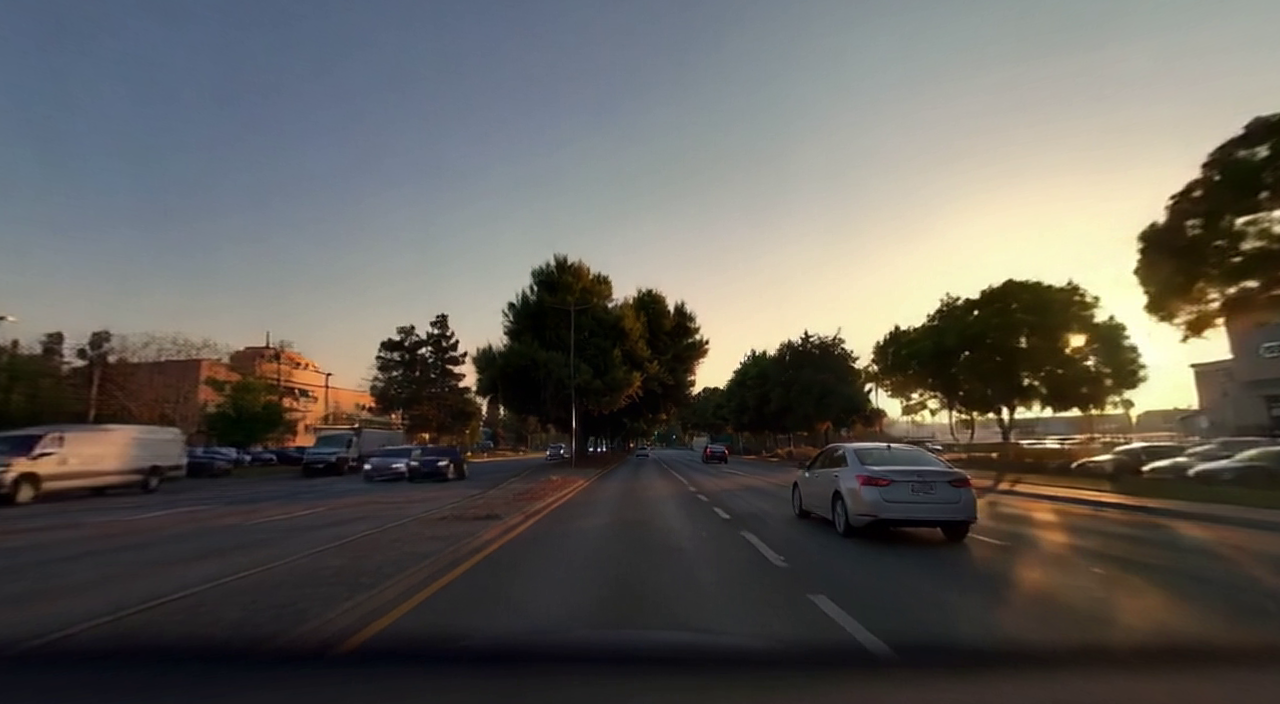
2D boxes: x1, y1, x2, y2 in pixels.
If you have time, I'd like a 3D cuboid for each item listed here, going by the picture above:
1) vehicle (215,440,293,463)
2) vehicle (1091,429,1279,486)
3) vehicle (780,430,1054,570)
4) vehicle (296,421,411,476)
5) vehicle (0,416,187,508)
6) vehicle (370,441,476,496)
[{"bbox_3d":[-28.949,7.491,47.195,4.429,1.641,2.109,0,-8,-1],"label":"vehicle"},{"bbox_3d":[17.297,3.292,19.756,4.708,1.665,1.920,0,-9,-3],"label":"vehicle"},{"bbox_3d":[3.512,1.944,9.074,1.935,1.501,4.384,0,-9,0],"label":"vehicle"},{"bbox_3d":[-18.151,6.272,40.748,3.043,2.916,9.736,-4,-9,-1],"label":"vehicle"},{"bbox_3d":[-19.281,3.673,21.587,2.242,2.633,6.792,0,-9,0],"label":"vehicle"},{"bbox_3d":[-6.509,3.527,19.429,1.923,1.471,4.646,1,-9,-4],"label":"vehicle"}]
